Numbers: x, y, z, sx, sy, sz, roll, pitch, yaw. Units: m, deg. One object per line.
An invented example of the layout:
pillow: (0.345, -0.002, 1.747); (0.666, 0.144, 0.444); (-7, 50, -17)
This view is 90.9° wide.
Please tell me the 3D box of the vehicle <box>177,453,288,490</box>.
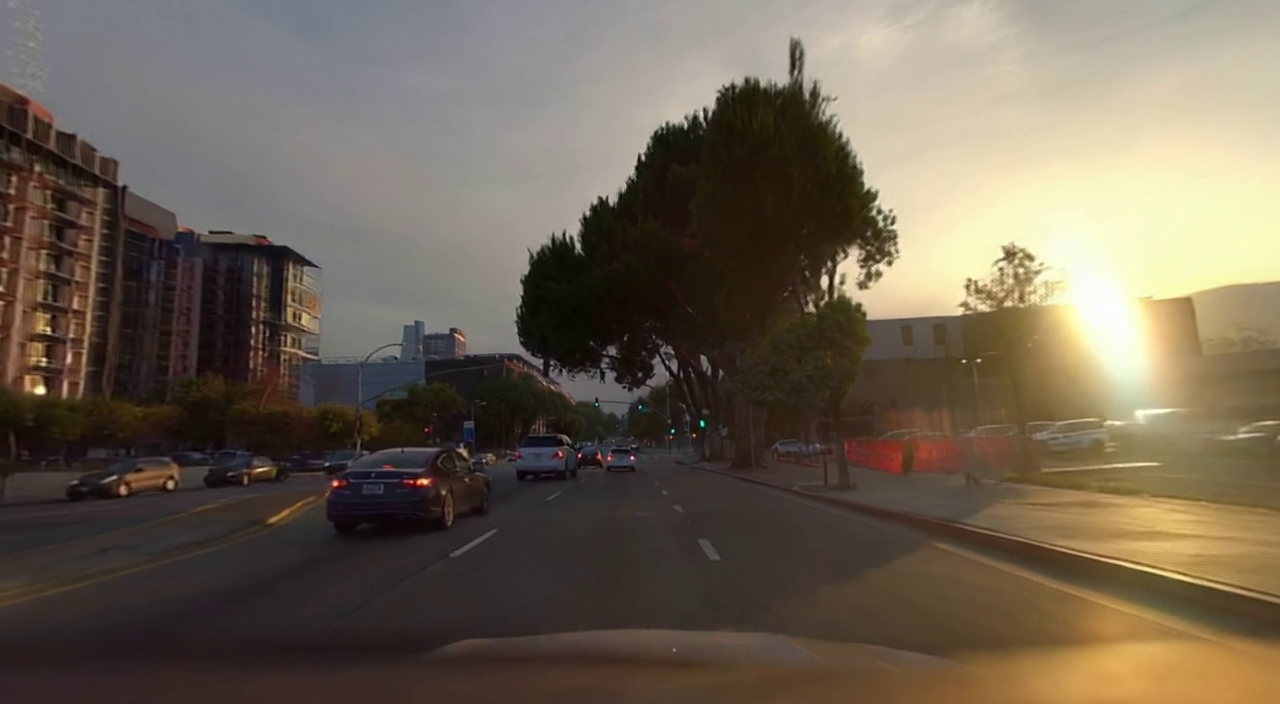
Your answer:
vehicle: (-19.830, 5.815, 31.030); (1.993, 1.552, 5.039); (-1, -9, 2)

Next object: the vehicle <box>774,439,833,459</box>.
vehicle: (12.730, 7.580, 49.175); (4.061, 1.465, 1.803); (2, -9, -19)

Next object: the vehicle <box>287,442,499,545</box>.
vehicle: (-3.954, 2.324, 11.102); (1.959, 1.406, 4.527); (0, -9, -1)

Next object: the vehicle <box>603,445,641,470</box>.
vehicle: (-1.073, 6.472, 38.939); (2.171, 1.422, 4.146); (0, -9, -1)

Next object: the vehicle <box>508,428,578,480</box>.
vehicle: (-4.071, 4.401, 27.369); (2.240, 2.054, 4.662); (0, -9, 1)

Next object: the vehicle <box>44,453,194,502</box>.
vehicle: (-19.870, 4.750, 24.352); (2.029, 1.637, 4.338); (0, -9, 0)
